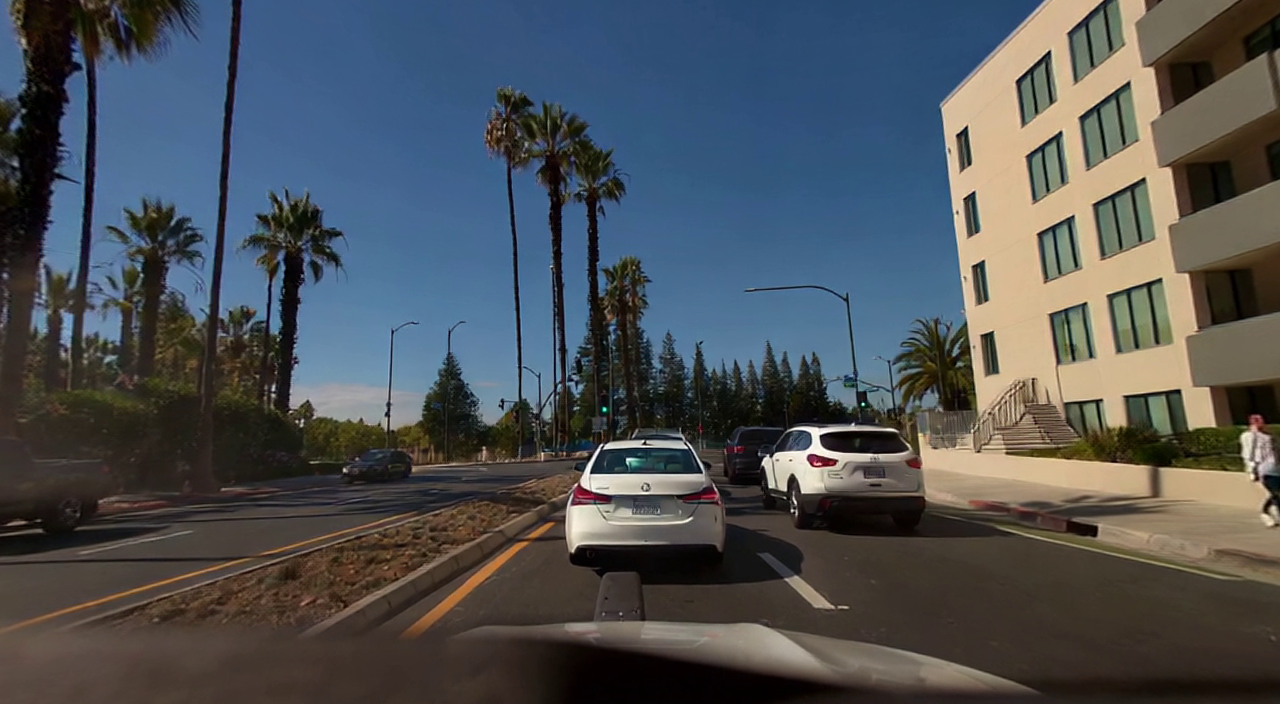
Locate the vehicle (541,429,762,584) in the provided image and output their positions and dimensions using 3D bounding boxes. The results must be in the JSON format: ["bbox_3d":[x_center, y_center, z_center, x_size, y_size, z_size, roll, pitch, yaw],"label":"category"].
[{"bbox_3d":[0.149,1.772,8.070,2.088,1.452,3.993,0,-8,1],"label":"vehicle"}]

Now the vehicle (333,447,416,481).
[{"bbox_3d":[-13.194,5.568,31.722,1.965,1.507,4.725,-1,-8,2],"label":"vehicle"}]

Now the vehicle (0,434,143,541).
[{"bbox_3d":[-13.056,2.719,12.290,2.240,1.964,5.707,-6,-8,0],"label":"vehicle"}]

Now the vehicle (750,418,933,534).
[{"bbox_3d":[3.413,2.189,11.732,2.003,1.733,4.319,0,-8,1],"label":"vehicle"}]
